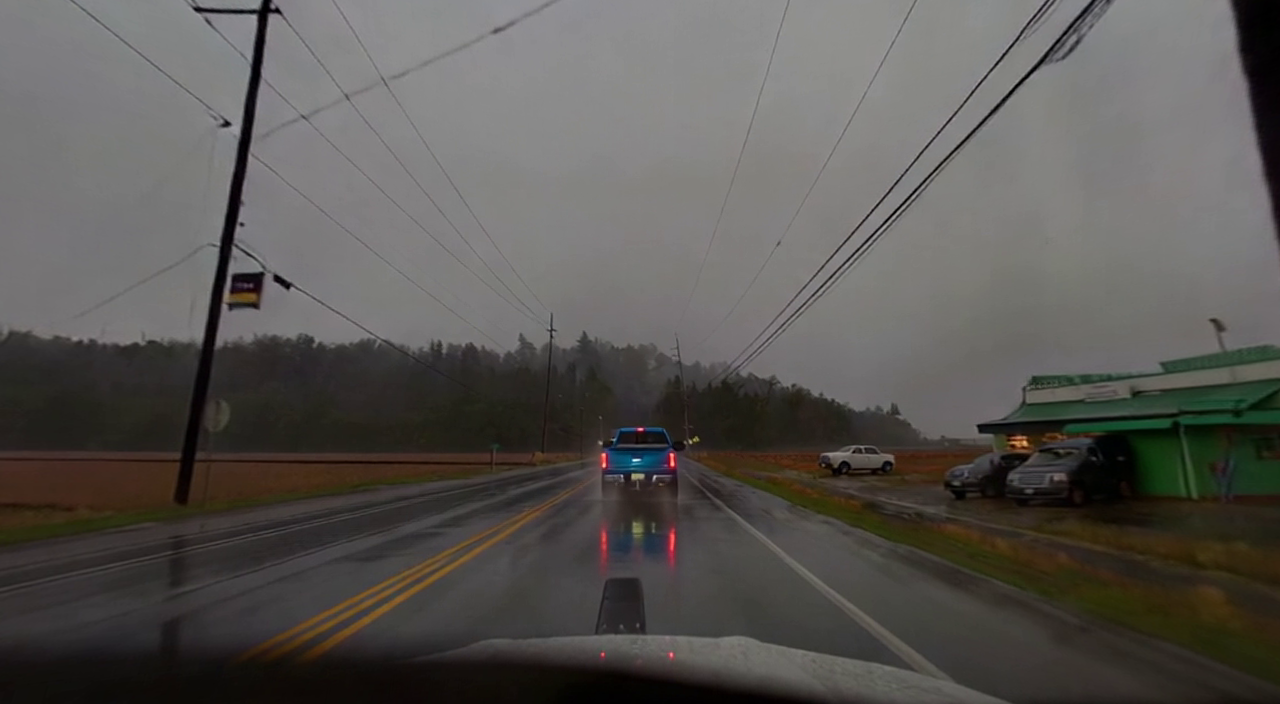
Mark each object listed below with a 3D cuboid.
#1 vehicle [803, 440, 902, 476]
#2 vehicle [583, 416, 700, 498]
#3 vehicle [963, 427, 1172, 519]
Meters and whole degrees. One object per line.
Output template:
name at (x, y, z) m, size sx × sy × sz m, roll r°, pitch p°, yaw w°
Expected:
vehicle at (11.360, 5.572, 33.630) m, size 5.304 × 1.754 × 2.340 m, roll 6°, pitch -11°, yaw -37°
vehicle at (0.090, 3.171, 19.541) m, size 2.921 × 2.031 × 7.416 m, roll 0°, pitch -8°, yaw 1°
vehicle at (11.384, 3.071, 16.692) m, size 5.776 × 1.936 × 2.535 m, roll 6°, pitch -8°, yaw -34°
